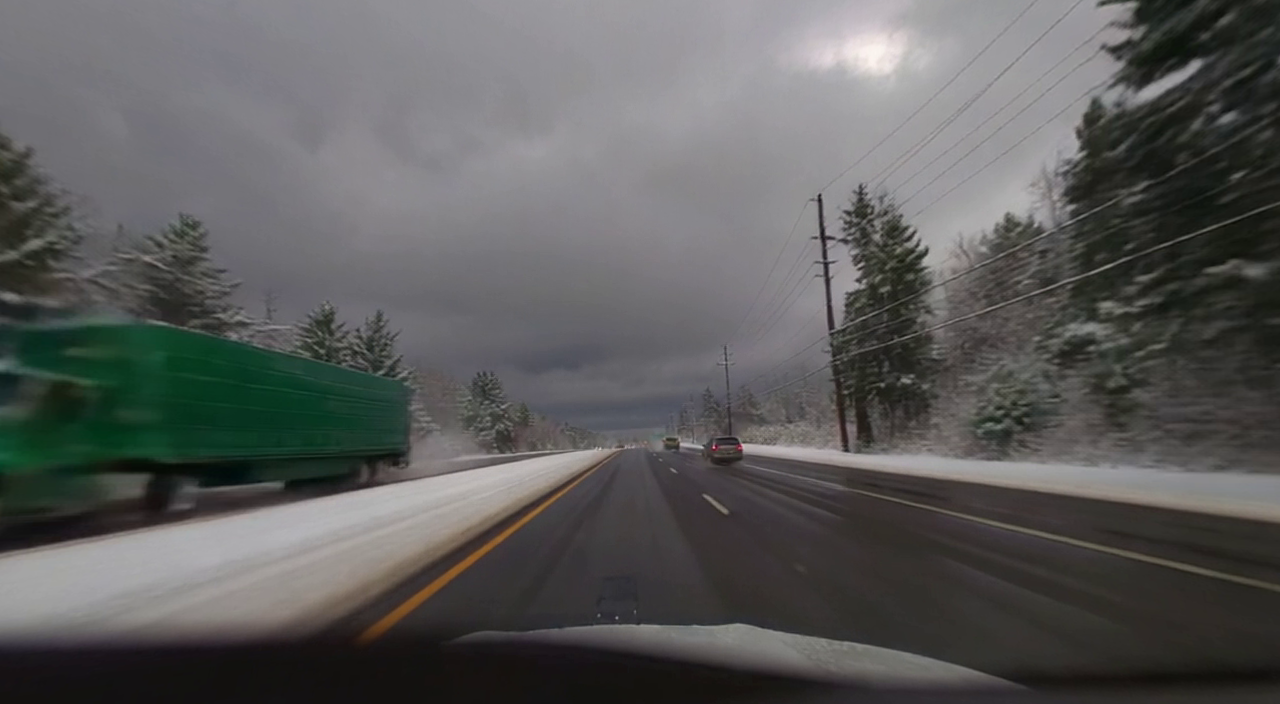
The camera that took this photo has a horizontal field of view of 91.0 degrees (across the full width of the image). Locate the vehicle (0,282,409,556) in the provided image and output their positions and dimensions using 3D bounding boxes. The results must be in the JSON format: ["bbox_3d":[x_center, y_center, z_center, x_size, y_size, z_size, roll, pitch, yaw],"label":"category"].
[{"bbox_3d":[-11.105,2.127,17.560,3.267,4.085,16.559,-1,-8,-1],"label":"vehicle"}]

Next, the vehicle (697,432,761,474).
[{"bbox_3d":[3.605,4.211,26.424,1.977,1.581,4.428,-1,-8,-1],"label":"vehicle"}]
